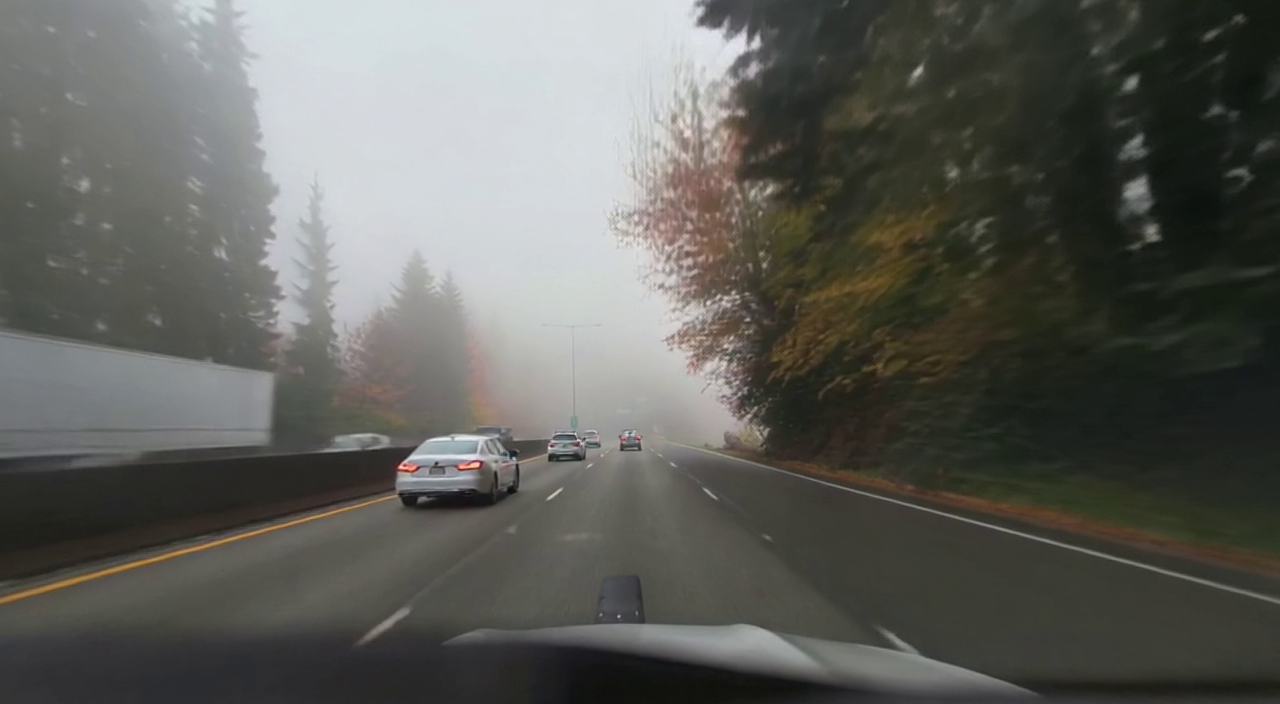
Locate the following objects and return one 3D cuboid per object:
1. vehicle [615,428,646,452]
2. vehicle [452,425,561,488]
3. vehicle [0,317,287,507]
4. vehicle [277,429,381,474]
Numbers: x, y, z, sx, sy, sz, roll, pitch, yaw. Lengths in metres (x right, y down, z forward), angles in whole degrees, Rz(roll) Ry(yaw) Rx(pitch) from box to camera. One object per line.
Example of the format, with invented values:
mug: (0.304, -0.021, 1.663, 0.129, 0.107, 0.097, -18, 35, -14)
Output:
vehicle: (-0.626, 6.140, 43.826, 2.054, 1.609, 3.859, 0, -8, -1)
vehicle: (-3.453, 2.792, 17.249, 1.989, 1.497, 4.645, 0, -8, 0)
vehicle: (-15.489, 1.839, 17.639, 2.969, 4.098, 14.350, 0, -8, -1)
vehicle: (-12.143, 3.894, 24.905, 1.937, 1.605, 4.321, 0, -8, 0)
